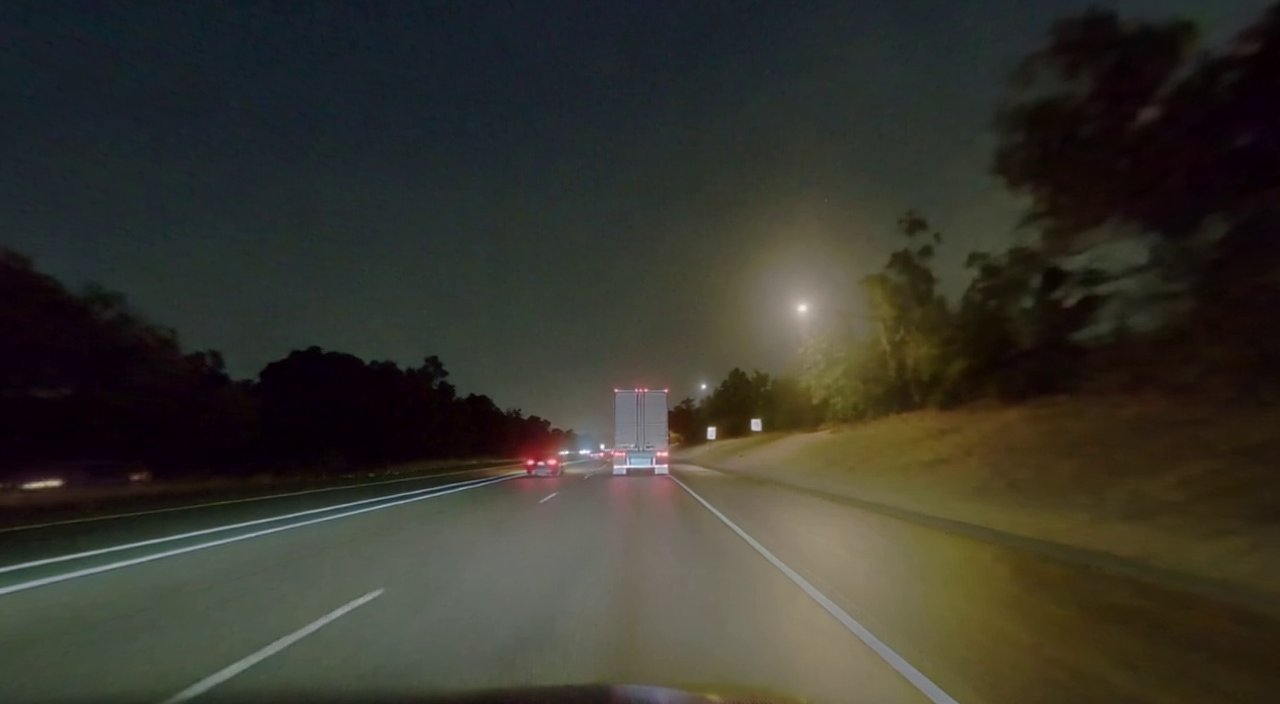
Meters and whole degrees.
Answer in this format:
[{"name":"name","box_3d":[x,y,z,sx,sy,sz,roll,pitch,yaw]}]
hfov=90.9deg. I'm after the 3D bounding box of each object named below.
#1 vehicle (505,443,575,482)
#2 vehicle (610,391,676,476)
[{"name":"vehicle","box_3d":[-4.174,4.728,27.150,2.206,1.478,4.824,0,-9,1]},{"name":"vehicle","box_3d":[0.068,4.434,33.350,2.959,3.828,9.617,0,-9,-1]}]
